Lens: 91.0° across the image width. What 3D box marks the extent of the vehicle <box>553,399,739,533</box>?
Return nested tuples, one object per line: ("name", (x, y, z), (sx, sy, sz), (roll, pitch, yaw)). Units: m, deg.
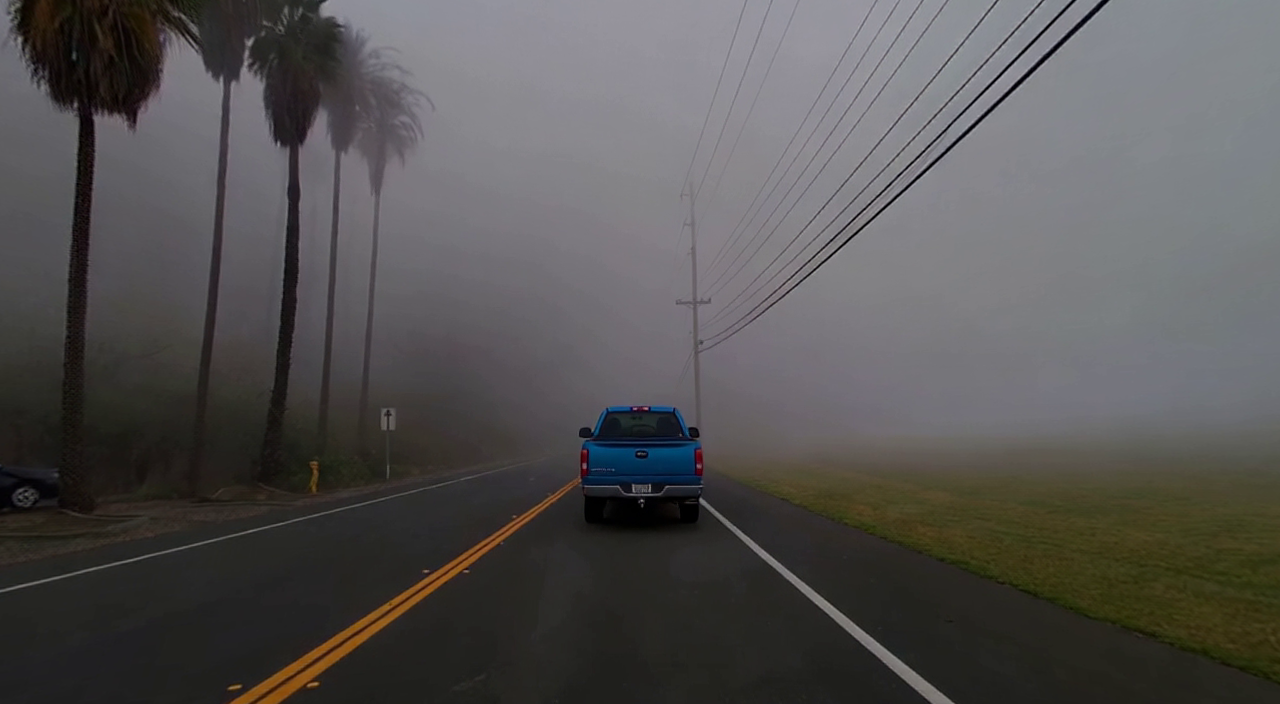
("vehicle", (0.047, 2.159, 12.501), (2.803, 2.005, 5.885), (0, -8, -1))
